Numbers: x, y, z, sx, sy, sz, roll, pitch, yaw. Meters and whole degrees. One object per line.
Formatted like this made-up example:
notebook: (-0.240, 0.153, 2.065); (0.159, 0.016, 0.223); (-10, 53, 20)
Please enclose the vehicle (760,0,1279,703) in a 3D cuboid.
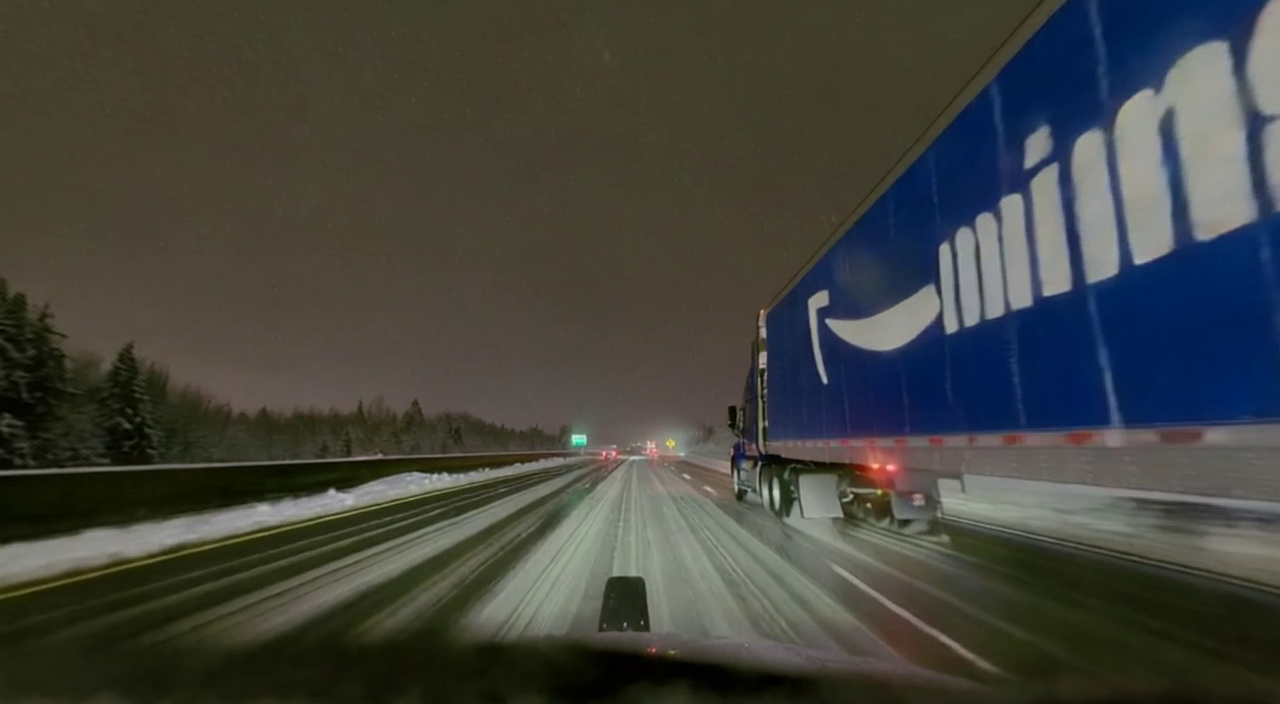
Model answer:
vehicle: (4.040, 0.048, 4.781); (2.928, 4.021, 17.190); (0, -9, 0)
